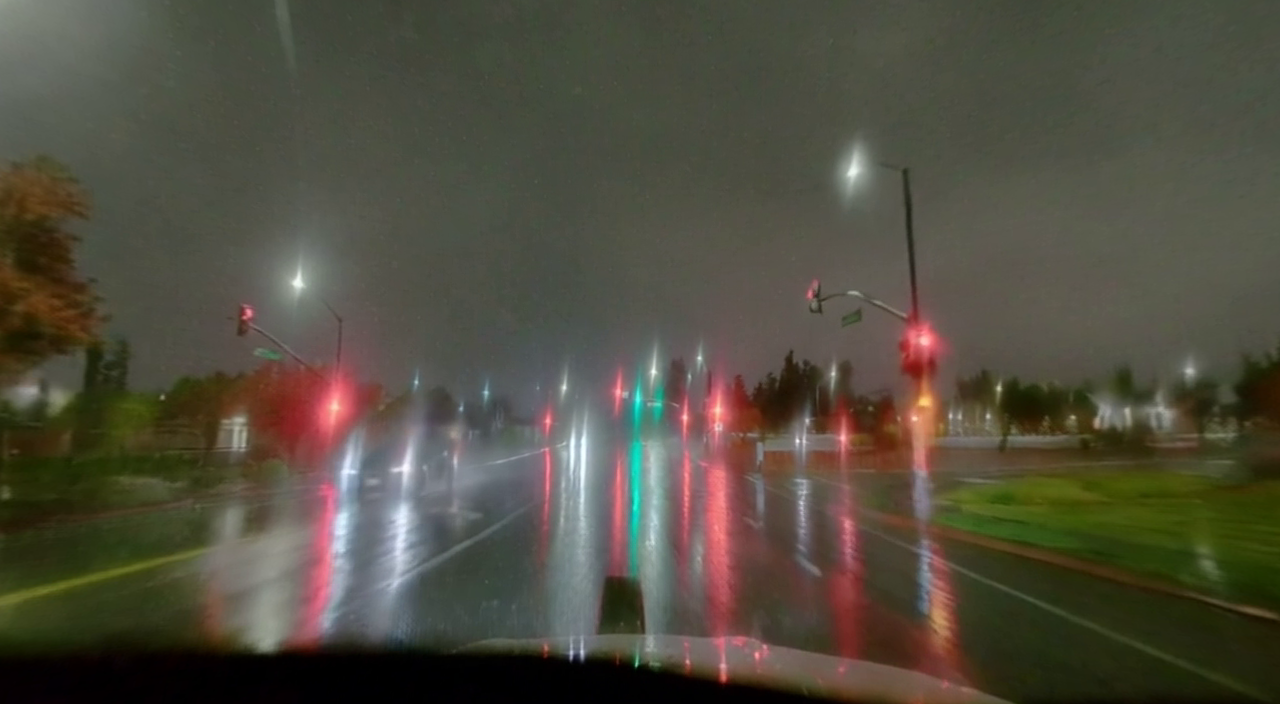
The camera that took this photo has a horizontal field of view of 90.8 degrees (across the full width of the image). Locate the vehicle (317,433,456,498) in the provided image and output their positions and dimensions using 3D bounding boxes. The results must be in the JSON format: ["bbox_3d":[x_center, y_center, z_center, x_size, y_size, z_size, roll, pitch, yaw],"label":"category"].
[{"bbox_3d":[-7.707,3.492,19.913,2.262,1.761,4.966,0,-8,1],"label":"vehicle"}]
